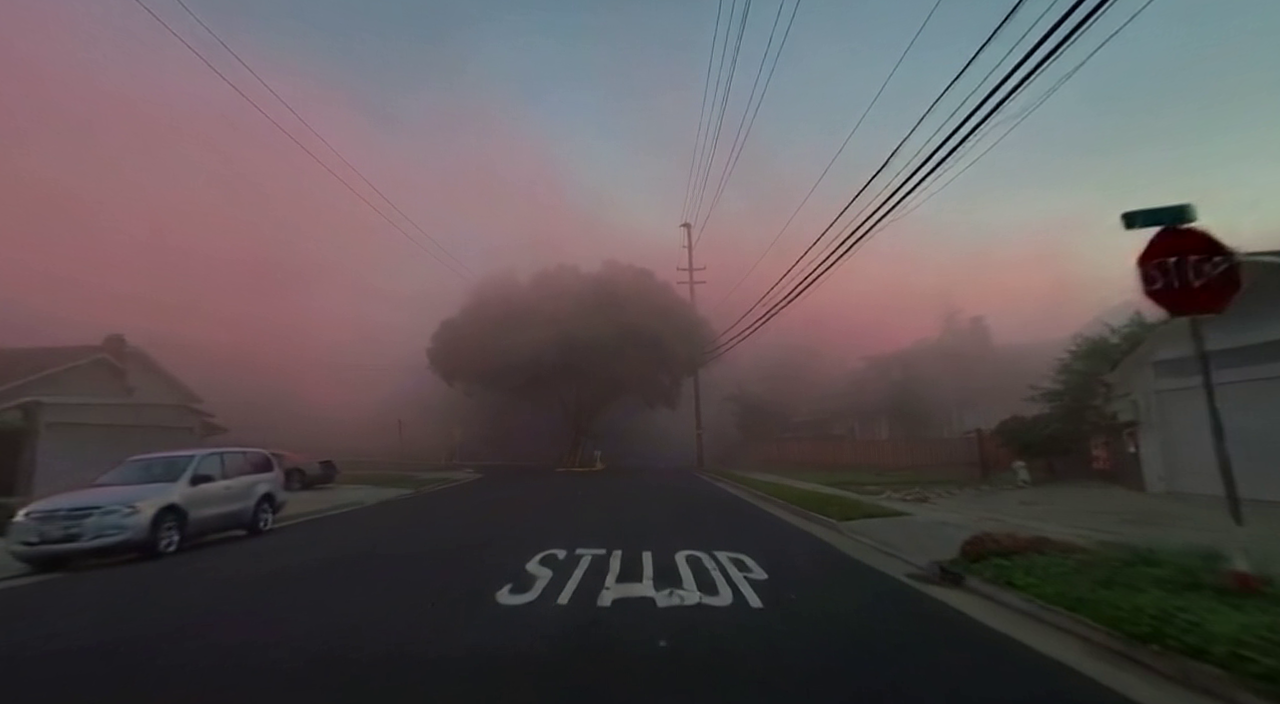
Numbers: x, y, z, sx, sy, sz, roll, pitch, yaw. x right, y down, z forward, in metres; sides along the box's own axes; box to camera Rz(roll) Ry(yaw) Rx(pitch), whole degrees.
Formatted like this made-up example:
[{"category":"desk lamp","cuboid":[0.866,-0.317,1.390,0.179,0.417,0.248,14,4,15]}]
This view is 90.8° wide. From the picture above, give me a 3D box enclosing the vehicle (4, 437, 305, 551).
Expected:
[{"category":"vehicle","cuboid":[-8.488,2.449,11.633,2.047,1.679,3.948,-1,-9,8]}]
